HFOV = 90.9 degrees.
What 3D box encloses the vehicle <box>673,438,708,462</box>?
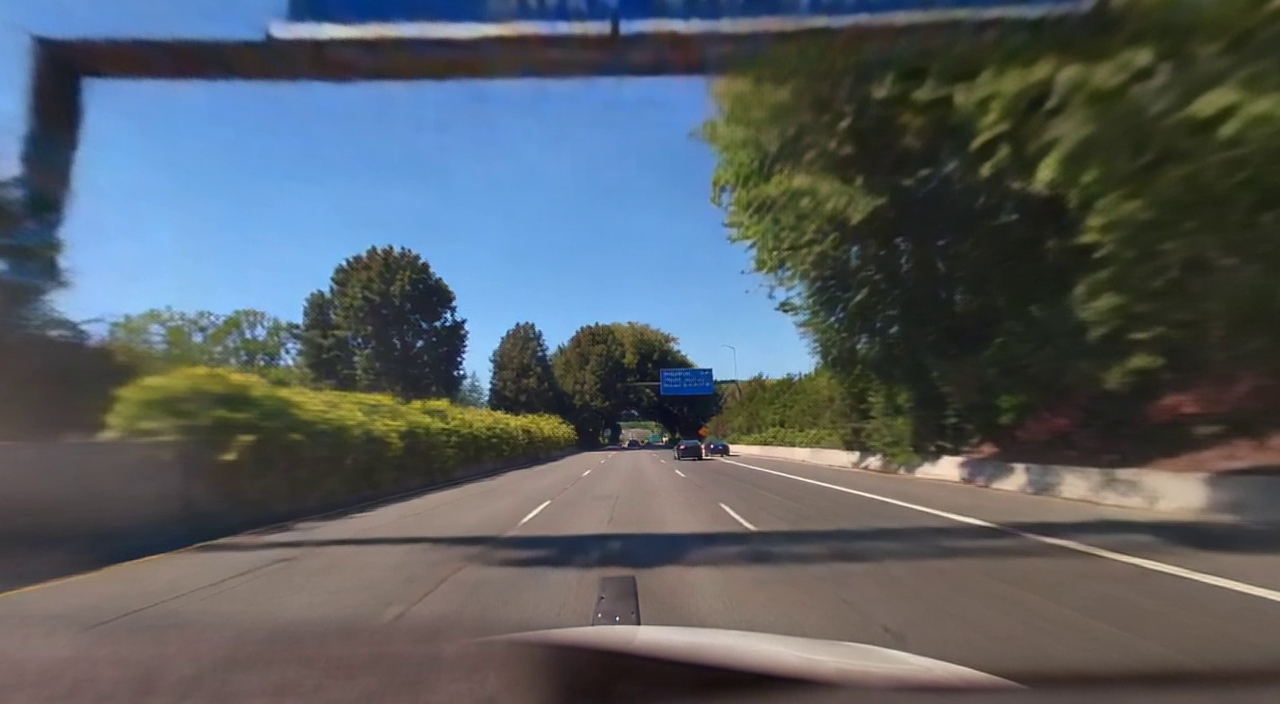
[{"bbox_3d":[3.276,6.365,41.324,1.819,1.468,3.770,0,-8,-2],"label":"vehicle"}]
